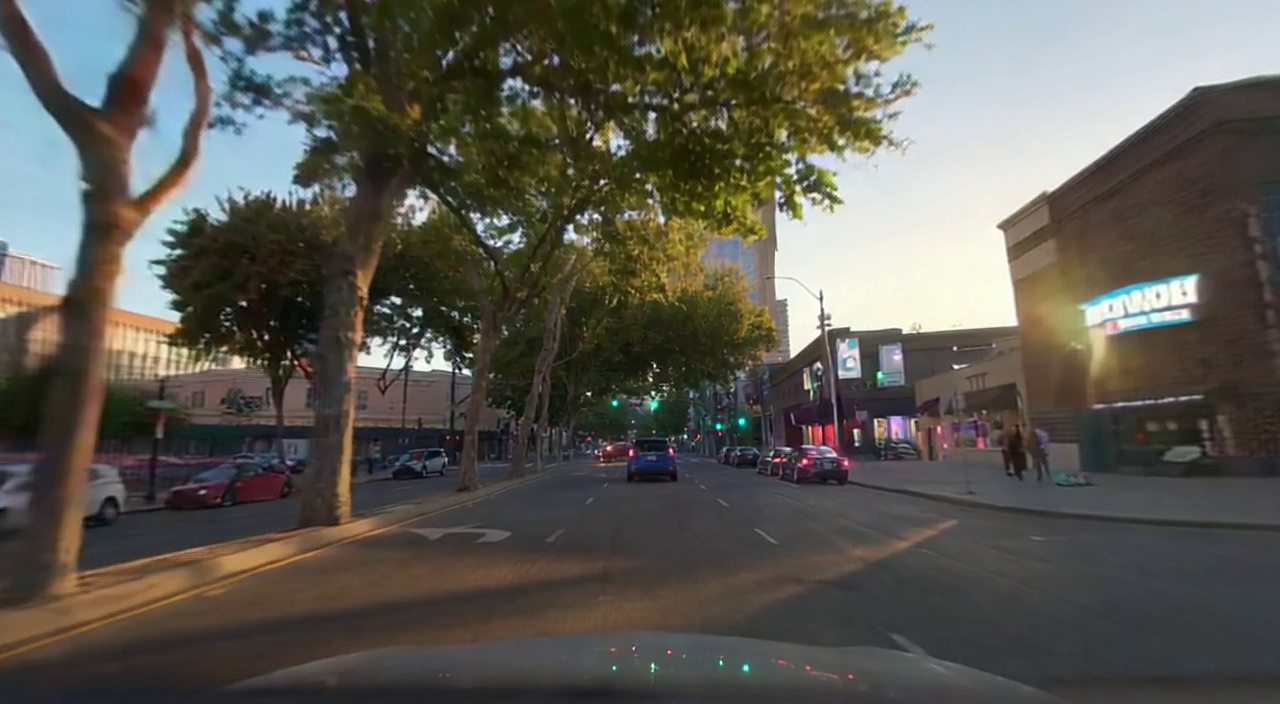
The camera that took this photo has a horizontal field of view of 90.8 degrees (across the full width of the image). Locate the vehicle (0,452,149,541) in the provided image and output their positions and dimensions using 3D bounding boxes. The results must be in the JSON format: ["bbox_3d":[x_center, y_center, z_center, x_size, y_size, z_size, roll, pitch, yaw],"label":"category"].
[{"bbox_3d":[-13.712,3.134,13.913,2.148,1.694,4.561,-3,-8,0],"label":"vehicle"}]

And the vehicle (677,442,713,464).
[{"bbox_3d":[3.854,7.161,44.780,2.209,1.478,4.138,0,-8,0],"label":"vehicle"}]

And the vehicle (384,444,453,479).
[{"bbox_3d":[-13.321,6.605,38.444,2.197,1.985,5.183,-1,-8,2],"label":"vehicle"}]

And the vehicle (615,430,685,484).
[{"bbox_3d":[0.343,3.924,23.856,2.382,1.796,4.610,0,-8,0],"label":"vehicle"}]

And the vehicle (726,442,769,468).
[{"bbox_3d":[6.872,6.633,40.867,1.986,1.515,4.265,0,-9,0],"label":"vehicle"}]

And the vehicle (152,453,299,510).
[{"bbox_3d":[-13.690,4.269,21.277,1.934,1.639,4.387,0,-8,0],"label":"vehicle"}]

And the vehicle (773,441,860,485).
[{"bbox_3d":[6.542,4.159,23.993,2.048,1.484,4.709,-1,-9,2],"label":"vehicle"}]
